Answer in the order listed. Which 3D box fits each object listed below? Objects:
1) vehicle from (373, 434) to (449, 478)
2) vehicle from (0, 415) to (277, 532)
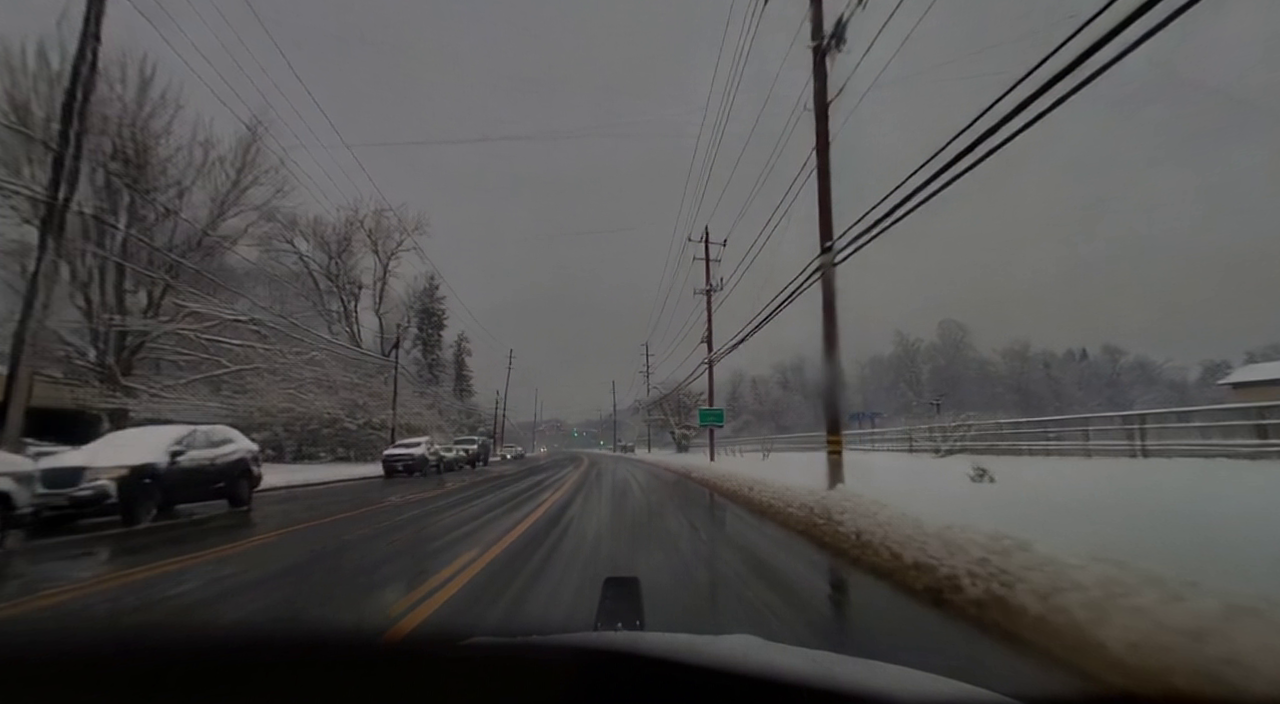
[{"bbox_3d":[-10.570,4.839,29.614,2.016,1.872,5.297,1,-9,-6],"label":"vehicle"},{"bbox_3d":[-9.666,2.296,12.555,1.983,1.799,5.276,1,-9,-3],"label":"vehicle"}]
